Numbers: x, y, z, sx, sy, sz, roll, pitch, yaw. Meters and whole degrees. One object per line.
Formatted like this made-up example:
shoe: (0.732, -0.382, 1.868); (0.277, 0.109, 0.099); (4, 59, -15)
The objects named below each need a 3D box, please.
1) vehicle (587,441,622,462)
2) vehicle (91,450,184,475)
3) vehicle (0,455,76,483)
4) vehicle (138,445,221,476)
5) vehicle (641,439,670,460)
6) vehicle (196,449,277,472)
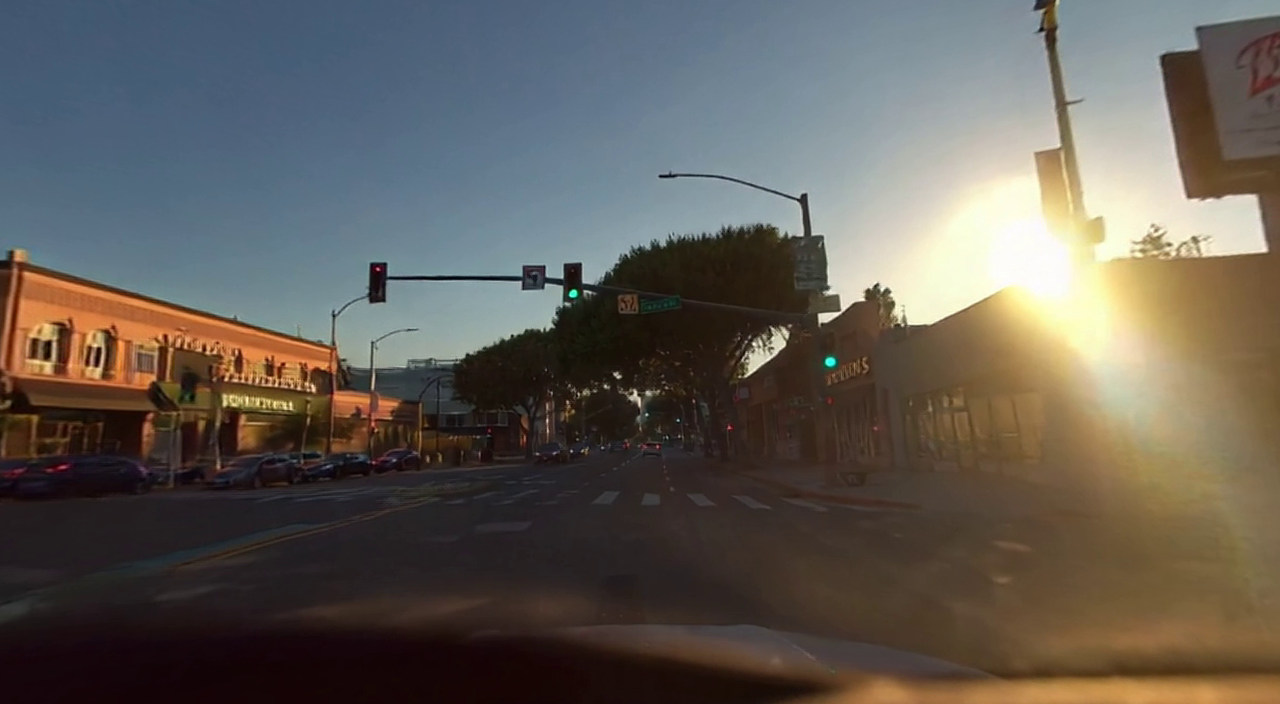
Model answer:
vehicle: (-2.489, 7.130, 45.335); (1.962, 1.420, 4.021); (-1, -9, 4)
vehicle: (-33.785, 7.412, 42.611); (1.802, 1.549, 4.439); (-5, -10, 27)
vehicle: (-34.495, 6.468, 34.888); (1.826, 1.432, 4.530); (-5, -10, 29)
vehicle: (-28.252, 6.632, 38.870); (1.643, 1.755, 3.666); (-5, -10, 34)
vehicle: (1.171, 7.462, 48.306); (2.168, 1.545, 4.047); (0, -9, 1)
vehicle: (-28.525, 7.662, 44.829); (1.755, 1.445, 4.485); (-6, -10, 30)
